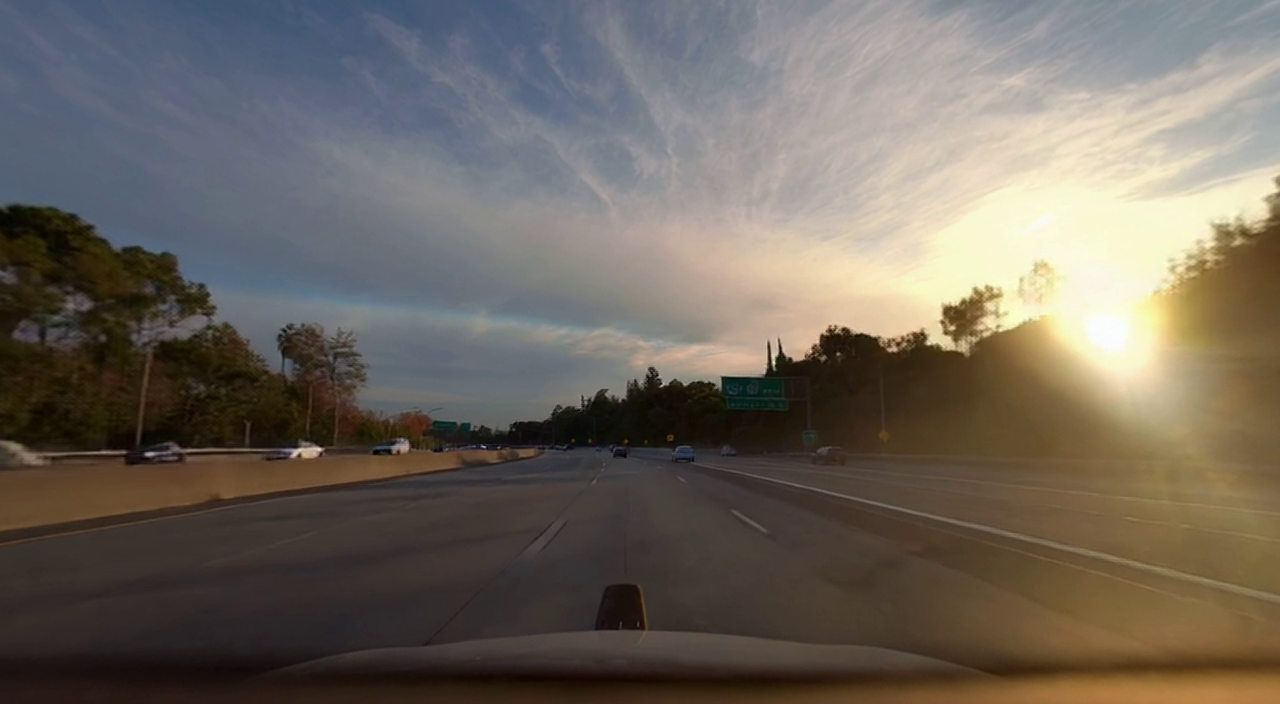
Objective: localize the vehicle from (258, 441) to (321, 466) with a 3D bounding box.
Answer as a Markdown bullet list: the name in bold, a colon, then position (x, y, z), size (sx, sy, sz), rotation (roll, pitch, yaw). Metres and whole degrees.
- **vehicle**: position (-25.400, 7.380, 45.828), size (1.947, 1.673, 4.711), rotation (1, -9, -2)

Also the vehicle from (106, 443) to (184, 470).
- **vehicle**: position (-32.946, 6.970, 42.077), size (1.862, 1.643, 4.426), rotation (1, -9, -5)

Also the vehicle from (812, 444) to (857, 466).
- **vehicle**: position (14.914, 7.954, 48.587), size (1.955, 1.607, 4.232), rotation (1, -9, -2)
